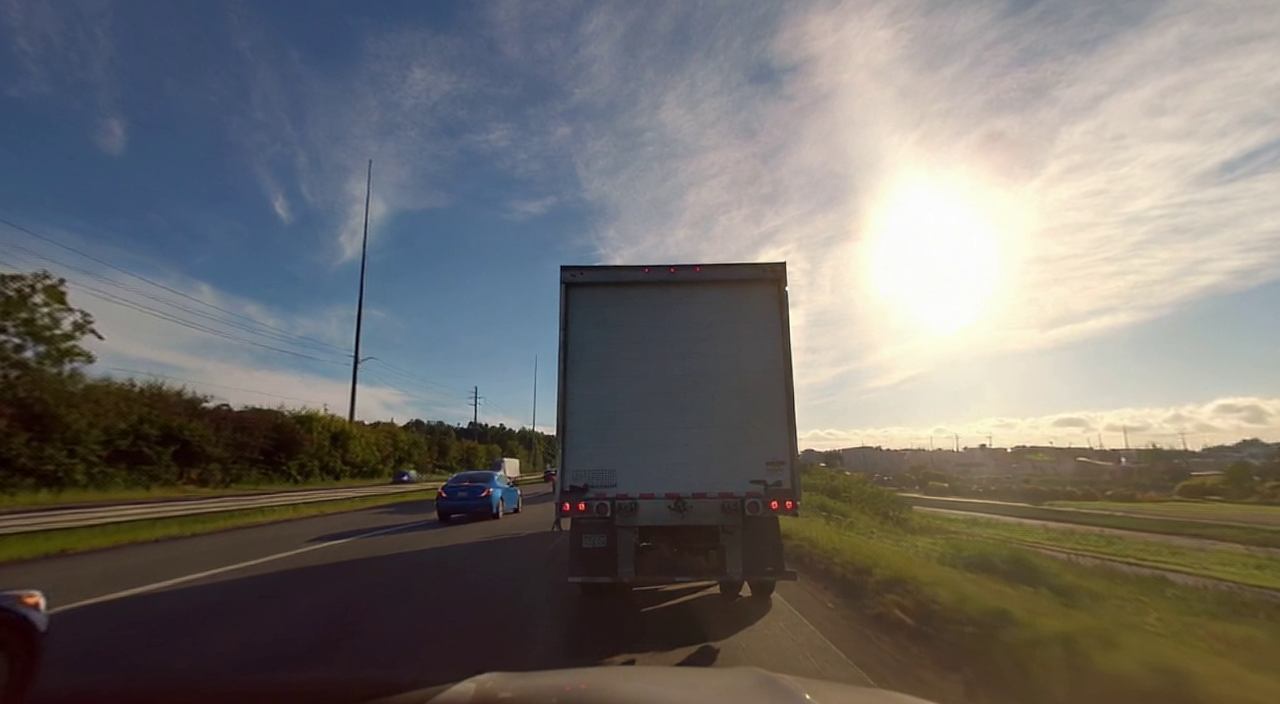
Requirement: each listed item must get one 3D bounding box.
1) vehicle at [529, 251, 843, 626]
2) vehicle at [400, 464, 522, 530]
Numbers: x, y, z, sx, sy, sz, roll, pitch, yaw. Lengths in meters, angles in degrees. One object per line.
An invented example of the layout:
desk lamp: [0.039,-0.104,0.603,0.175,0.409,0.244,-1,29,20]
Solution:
vehicle: [0.569,1.514,10.292,2.831,3.529,8.689,0,-11,2]
vehicle: [-4.525,3.743,16.696,1.891,1.469,4.431,1,-11,0]
